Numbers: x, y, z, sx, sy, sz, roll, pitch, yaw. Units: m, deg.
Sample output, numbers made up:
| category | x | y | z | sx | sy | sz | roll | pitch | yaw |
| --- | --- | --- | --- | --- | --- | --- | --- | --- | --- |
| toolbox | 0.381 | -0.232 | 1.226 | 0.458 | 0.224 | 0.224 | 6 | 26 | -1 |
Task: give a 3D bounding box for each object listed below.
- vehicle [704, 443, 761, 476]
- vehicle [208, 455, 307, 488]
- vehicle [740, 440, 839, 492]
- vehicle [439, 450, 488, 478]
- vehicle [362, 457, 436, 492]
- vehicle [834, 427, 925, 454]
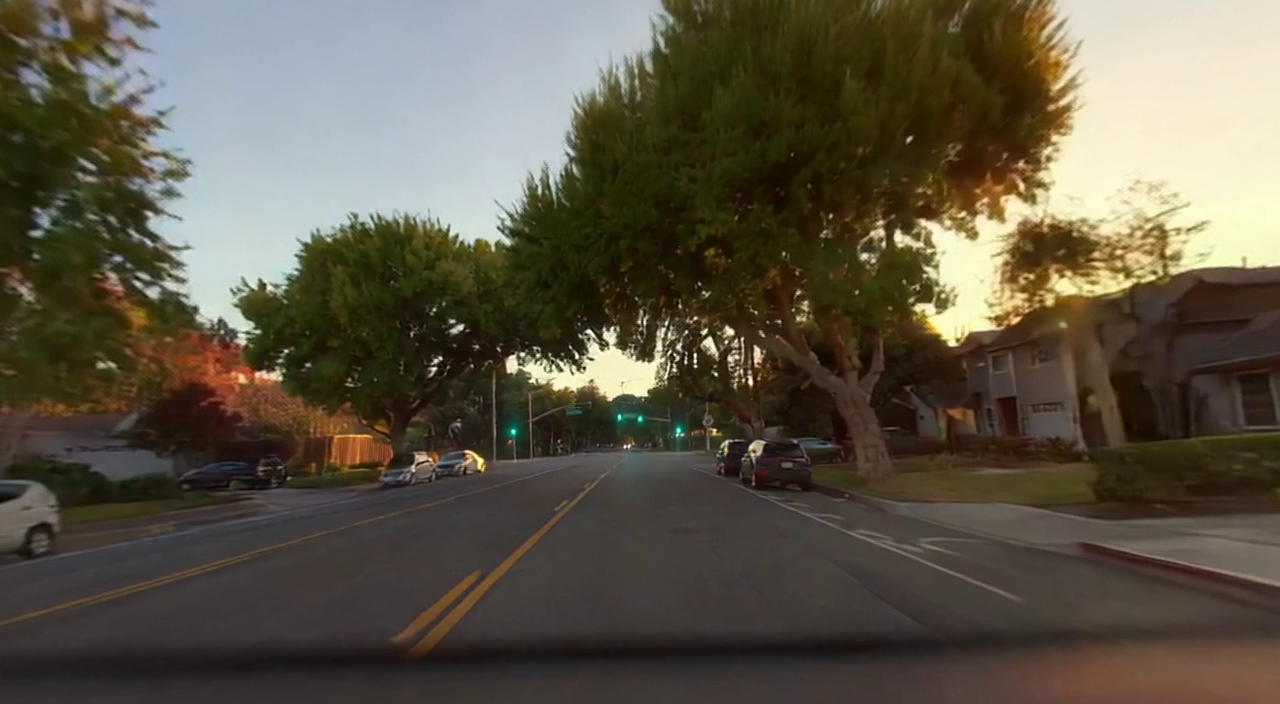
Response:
| category | x | y | z | sx | sy | sz | roll | pitch | yaw |
| --- | --- | --- | --- | --- | --- | --- | --- | --- | --- |
| vehicle | 4.385 | 5.158 | 30.615 | 2.063 | 1.444 | 4.217 | 0 | -8 | -1 |
| vehicle | -20.002 | 6.244 | 33.150 | 3.932 | 1.641 | 1.819 | 0 | -8 | -1 |
| vehicle | 4.605 | 3.574 | 20.205 | 2.010 | 1.461 | 4.247 | 0 | -8 | -2 |
| vehicle | -11.608 | 7.371 | 41.833 | 1.977 | 1.753 | 4.278 | 0 | -8 | 0 |
| vehicle | -11.545 | 5.862 | 30.524 | 1.867 | 1.471 | 4.139 | 0 | -8 | 1 |
| vehicle | 14.311 | 5.345 | 38.002 | 4.660 | 1.546 | 1.916 | 0 | -8 | 0 |
